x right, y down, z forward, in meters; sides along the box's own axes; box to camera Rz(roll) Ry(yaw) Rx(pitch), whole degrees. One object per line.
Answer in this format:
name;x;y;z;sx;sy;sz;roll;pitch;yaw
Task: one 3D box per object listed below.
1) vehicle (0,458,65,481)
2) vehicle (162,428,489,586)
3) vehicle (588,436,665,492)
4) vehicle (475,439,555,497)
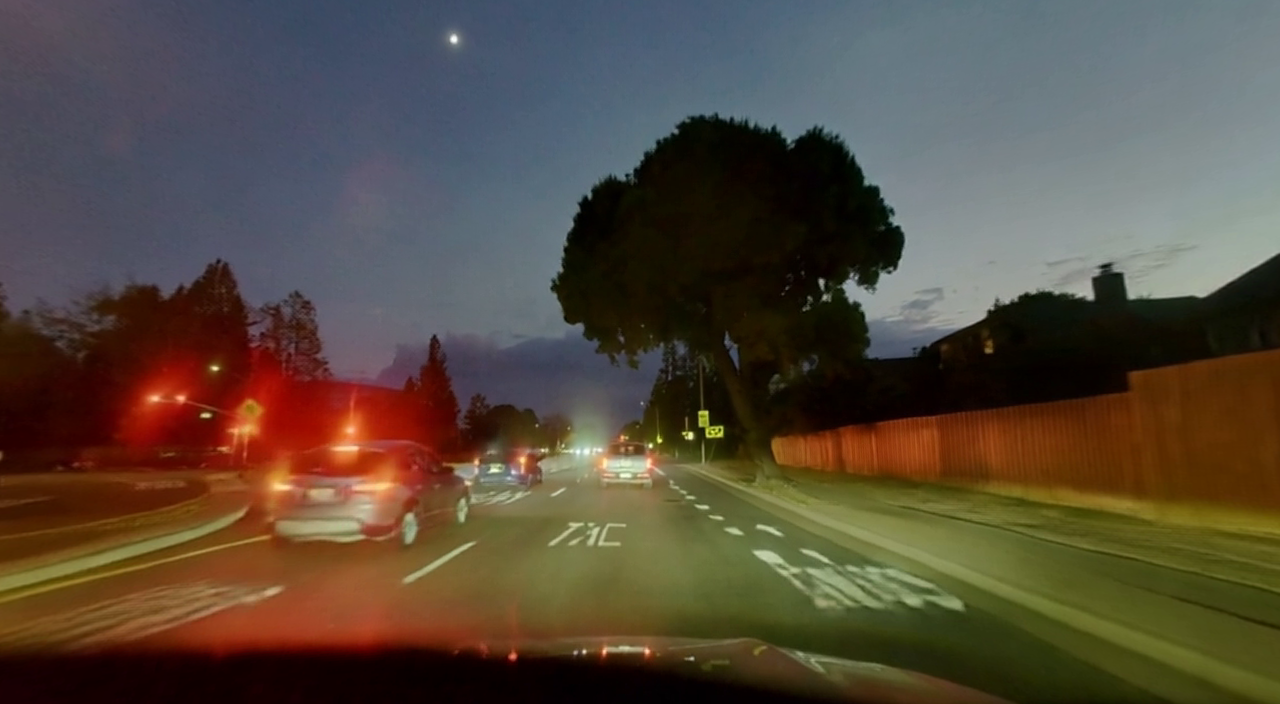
vehicle;-45.708;8.668;46.368;4.355;1.642;1.950;0;-8;-2
vehicle;-3.892;1.925;9.099;2.067;1.546;4.988;2;-7;1
vehicle;-0.559;3.650;20.838;2.290;1.653;4.127;1;-8;-4
vehicle;-3.651;3.427;18.982;1.986;1.561;3.805;1;-8;-6
